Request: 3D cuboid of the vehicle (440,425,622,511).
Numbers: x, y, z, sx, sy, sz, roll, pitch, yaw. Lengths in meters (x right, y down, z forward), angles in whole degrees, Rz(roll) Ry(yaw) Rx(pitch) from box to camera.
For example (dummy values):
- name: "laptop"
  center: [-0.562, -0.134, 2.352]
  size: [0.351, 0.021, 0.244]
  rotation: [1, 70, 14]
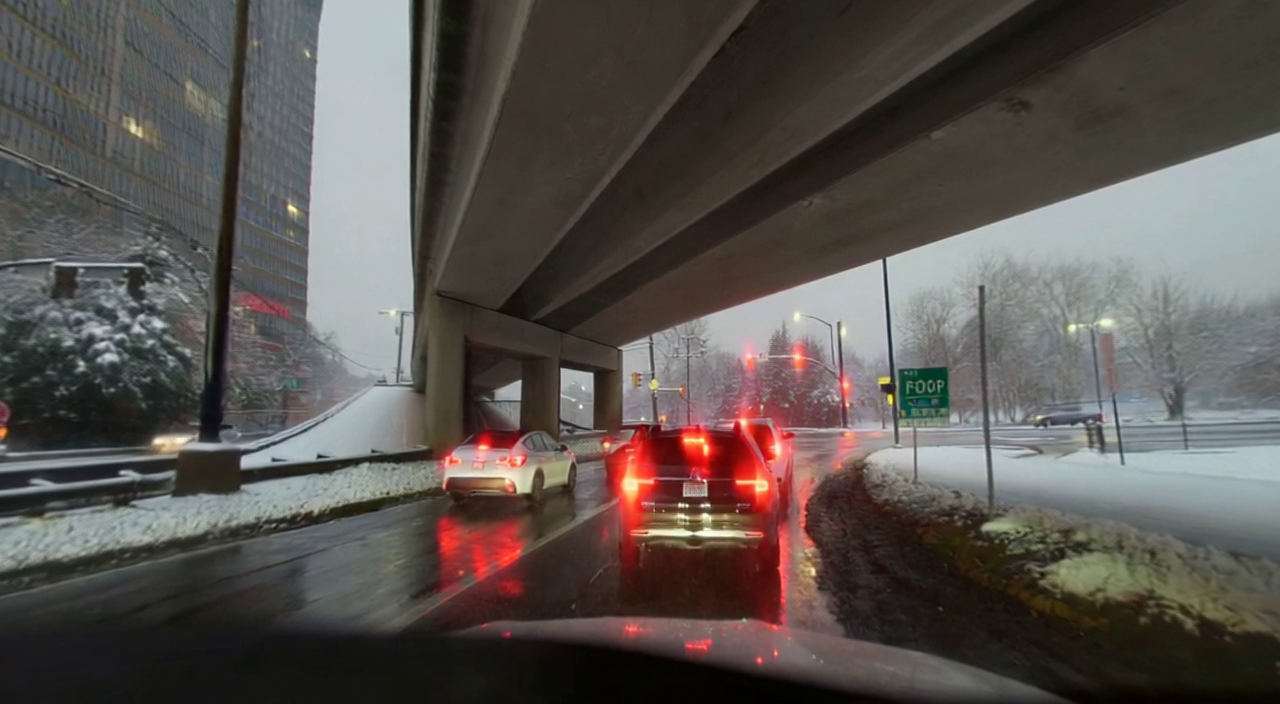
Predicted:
- name: "vehicle"
  center: [-2.086, 2.453, 13.834]
  size: [2.214, 1.519, 4.704]
  rotation: [-2, -9, 13]

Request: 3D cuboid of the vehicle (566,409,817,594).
- name: "vehicle"
  center: [0.760, 1.624, 7.767]
  size: [2.195, 1.571, 4.353]
  rotation: [-2, -8, 9]

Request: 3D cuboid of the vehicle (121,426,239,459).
- name: "vehicle"
  center: [-28.994, 5.738, 39.952]
  size: [5.457, 2.021, 2.213]
  rotation: [2, -9, -13]

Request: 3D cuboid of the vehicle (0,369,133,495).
- name: "vehicle"
  center: [-24.317, 2.770, 19.603]
  size: [13.064, 3.755, 3.269]
  rotation: [-1, -8, -13]
